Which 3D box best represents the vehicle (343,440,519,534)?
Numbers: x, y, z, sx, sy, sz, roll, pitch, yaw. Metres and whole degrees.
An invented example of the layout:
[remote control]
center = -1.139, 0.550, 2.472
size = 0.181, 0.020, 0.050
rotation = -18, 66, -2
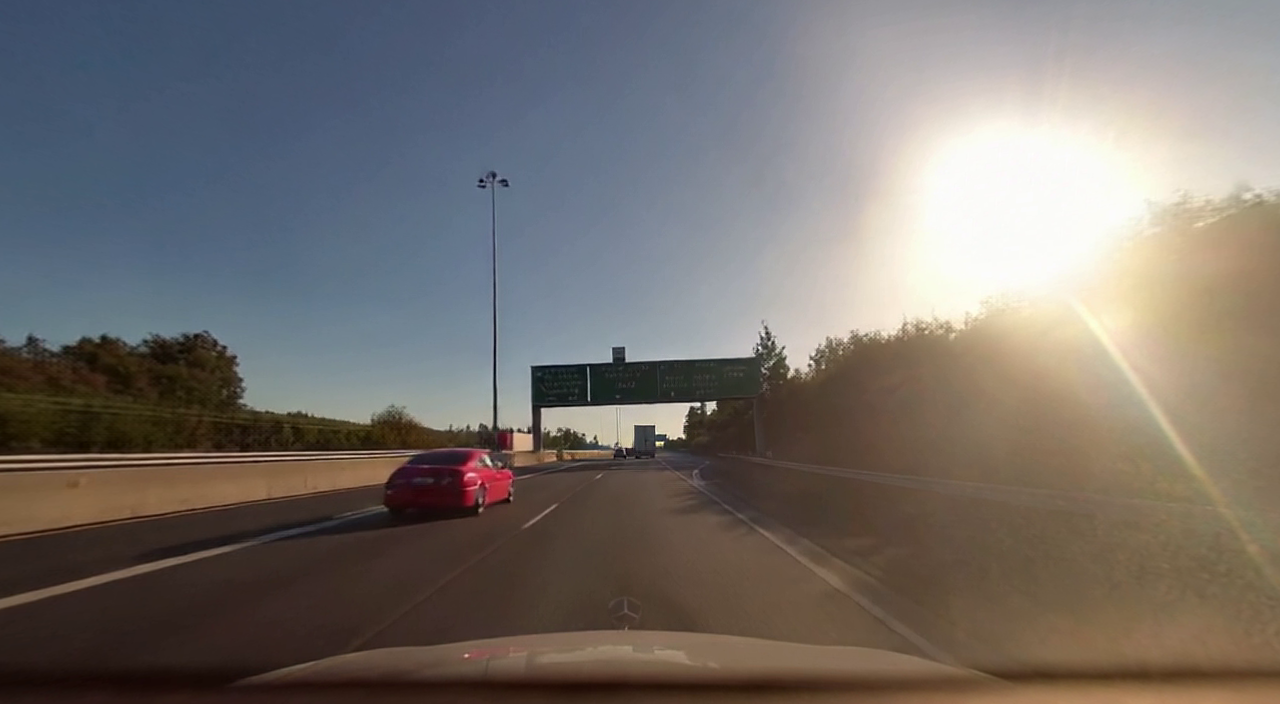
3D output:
[vehicle]
center = -3.718, 2.469, 12.121
size = 1.886, 1.465, 4.119
rotation = 0, -9, 1
